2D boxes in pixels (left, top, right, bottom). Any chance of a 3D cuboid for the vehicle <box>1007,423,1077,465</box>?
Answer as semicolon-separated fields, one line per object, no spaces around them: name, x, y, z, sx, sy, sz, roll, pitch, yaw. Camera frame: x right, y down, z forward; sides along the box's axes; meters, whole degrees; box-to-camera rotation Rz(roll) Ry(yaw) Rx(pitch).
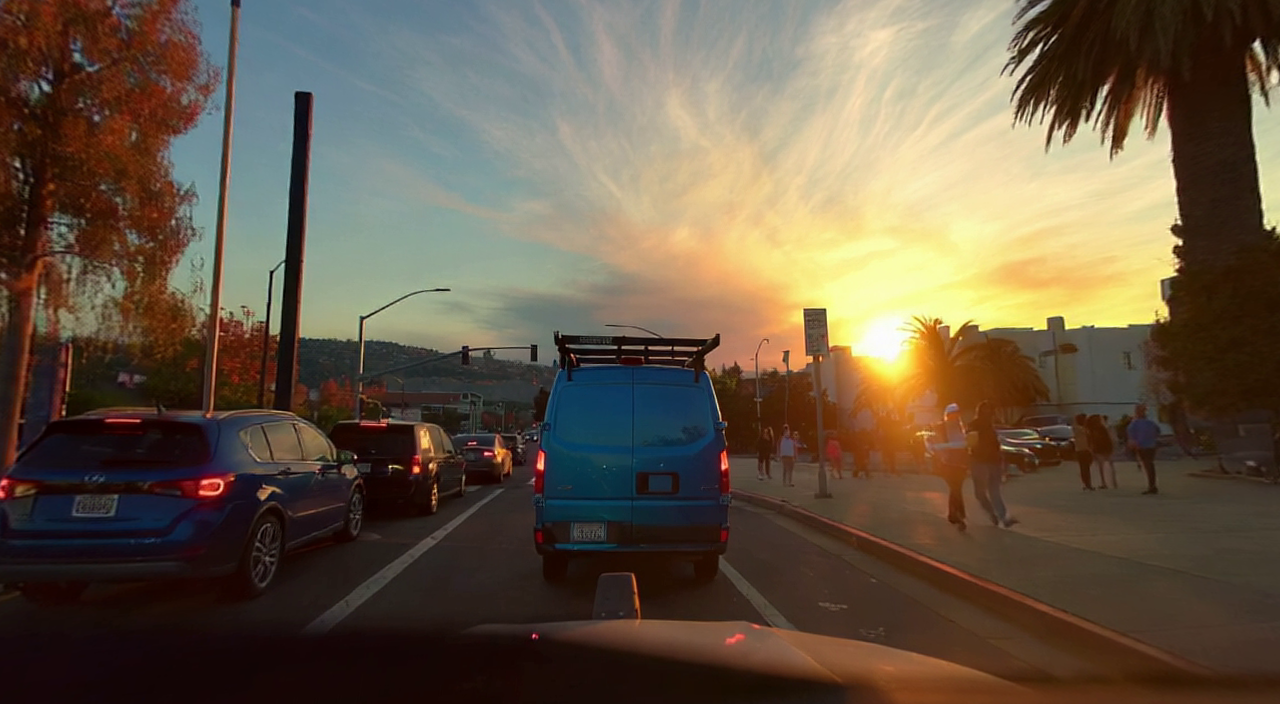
vehicle;15.784;3.617;24.719;2.048;1.475;3.972;-6;-10;34

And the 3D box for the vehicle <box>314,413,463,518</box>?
vehicle;-5.213;2.414;13.901;2.089;1.854;5.022;2;-9;-11

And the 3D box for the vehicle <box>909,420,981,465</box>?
vehicle;12.632;3.753;26.052;2.046;1.675;3.924;-6;-10;33

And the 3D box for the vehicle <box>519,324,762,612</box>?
vehicle;-0.205;1.208;7.181;1.902;2.238;4.263;1;-9;-6

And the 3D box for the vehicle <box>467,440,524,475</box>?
vehicle;-6.844;4.889;29.570;1.818;1.479;4.428;4;-9;-22

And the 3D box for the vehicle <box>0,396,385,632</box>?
vehicle;-4.404;1.469;6.687;1.986;1.643;4.315;1;-9;-6
